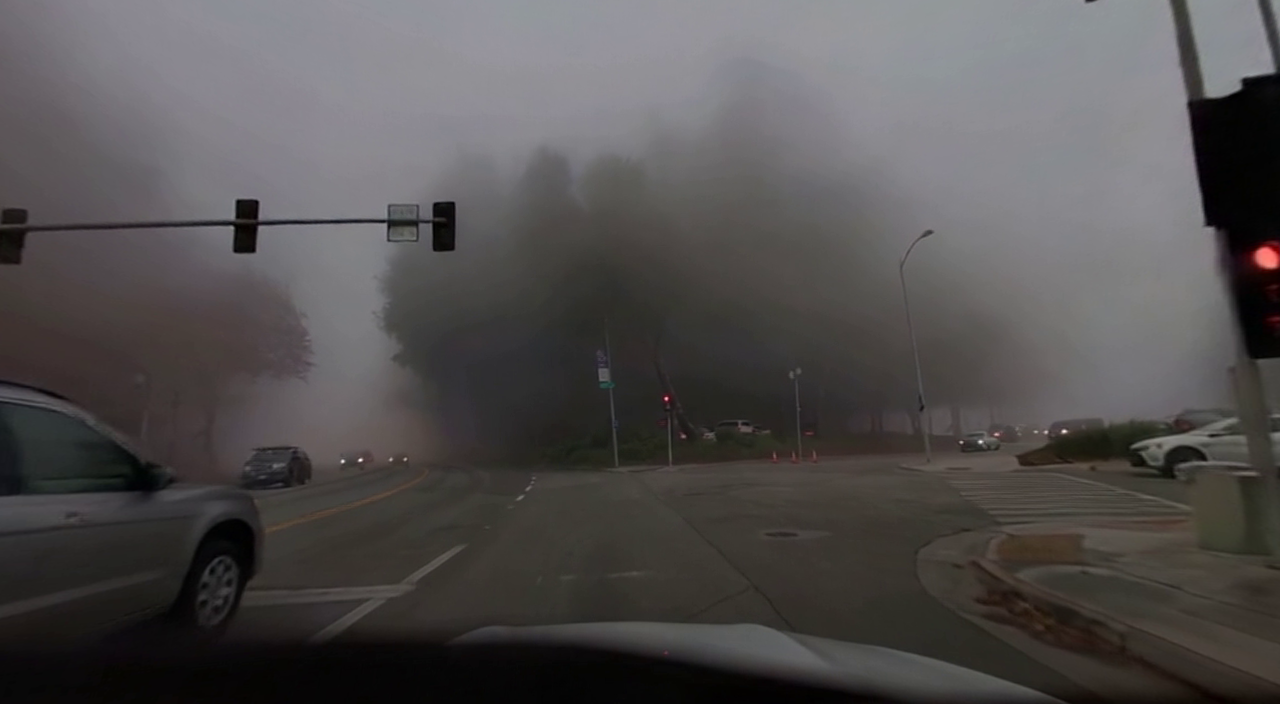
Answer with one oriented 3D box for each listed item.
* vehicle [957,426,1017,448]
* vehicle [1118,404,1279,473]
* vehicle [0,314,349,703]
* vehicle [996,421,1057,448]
[{"bbox_3d":[25.813,6.329,46.984,3.966,1.585,1.921,4,-10,-26],"label":"vehicle"},{"bbox_3d":[16.968,2.481,17.957,4.857,1.803,2.147,-4,-10,24],"label":"vehicle"},{"bbox_3d":[-3.574,0.813,2.806,2.134,1.799,5.082,0,-9,0],"label":"vehicle"},{"bbox_3d":[30.161,6.440,49.284,4.075,1.687,1.978,-1,-9,-28],"label":"vehicle"}]
